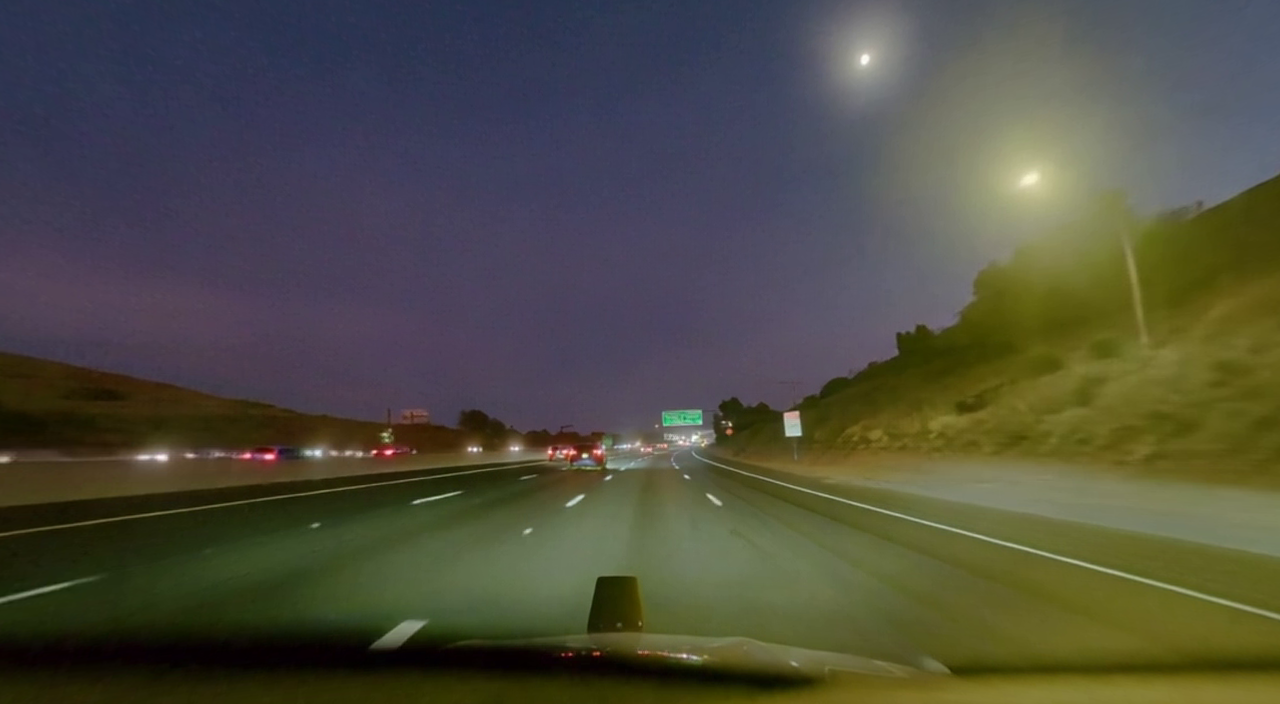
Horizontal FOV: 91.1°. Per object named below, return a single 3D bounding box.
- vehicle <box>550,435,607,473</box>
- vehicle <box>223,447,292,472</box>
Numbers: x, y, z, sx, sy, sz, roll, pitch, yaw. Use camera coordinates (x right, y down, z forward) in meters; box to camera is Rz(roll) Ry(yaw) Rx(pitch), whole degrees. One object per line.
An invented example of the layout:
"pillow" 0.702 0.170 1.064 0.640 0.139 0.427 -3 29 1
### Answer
"vehicle" -3.189 5.459 33.868 2.413 1.896 5.218 0 -8 1
"vehicle" -27.527 7.715 45.361 2.016 1.671 4.537 0 -8 2
